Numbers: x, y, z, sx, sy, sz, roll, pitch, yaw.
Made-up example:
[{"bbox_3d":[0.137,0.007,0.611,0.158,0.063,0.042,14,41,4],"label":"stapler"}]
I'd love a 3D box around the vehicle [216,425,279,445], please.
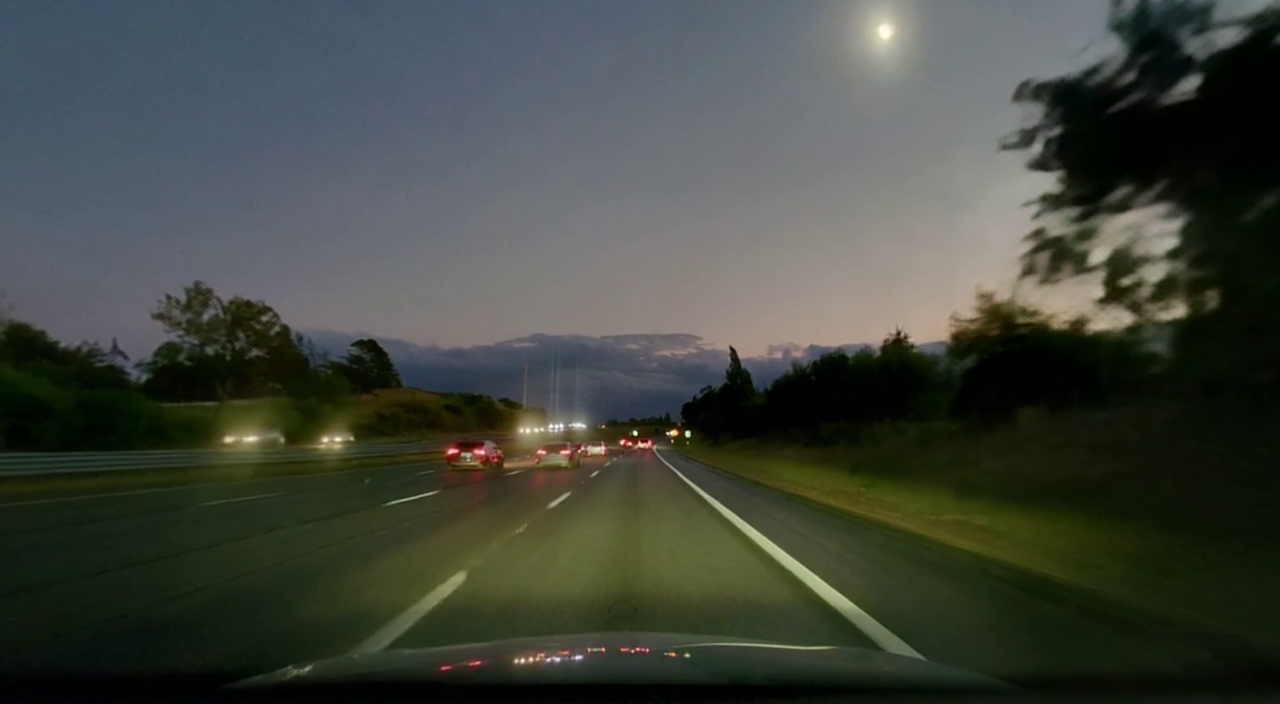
[{"bbox_3d":[-30.027,6.414,48.342,2.019,1.484,4.332,0,-8,1],"label":"vehicle"}]

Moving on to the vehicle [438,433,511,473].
[{"bbox_3d":[-7.603,4.717,29.478,2.108,1.686,4.556,0,-8,1],"label":"vehicle"}]

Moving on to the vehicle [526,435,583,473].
[{"bbox_3d":[-4.039,4.898,30.544,2.035,1.673,4.469,0,-8,2],"label":"vehicle"}]
